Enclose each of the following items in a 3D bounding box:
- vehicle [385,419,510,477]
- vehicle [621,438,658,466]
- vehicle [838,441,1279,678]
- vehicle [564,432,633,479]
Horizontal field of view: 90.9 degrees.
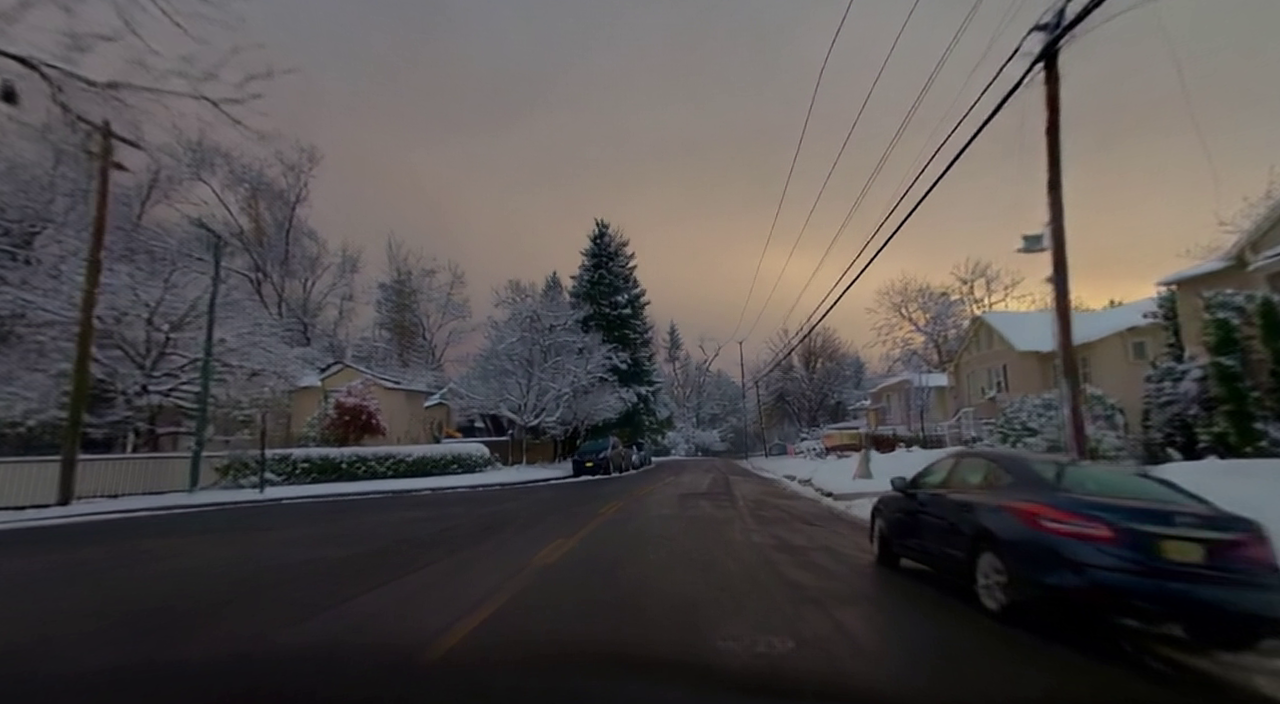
[{"bbox_3d":[-9.759,4.910,32.482,5.828,2.818,2.231,2,-8,-13],"label":"vehicle"},{"bbox_3d":[0.057,7.214,45.576,2.139,1.882,4.635,-1,-8,7],"label":"vehicle"},{"bbox_3d":[3.850,1.683,6.560,2.151,1.468,5.066,0,-8,3],"label":"vehicle"},{"bbox_3d":[-1.766,4.749,29.268,2.463,1.951,5.794,-1,-8,3],"label":"vehicle"}]
